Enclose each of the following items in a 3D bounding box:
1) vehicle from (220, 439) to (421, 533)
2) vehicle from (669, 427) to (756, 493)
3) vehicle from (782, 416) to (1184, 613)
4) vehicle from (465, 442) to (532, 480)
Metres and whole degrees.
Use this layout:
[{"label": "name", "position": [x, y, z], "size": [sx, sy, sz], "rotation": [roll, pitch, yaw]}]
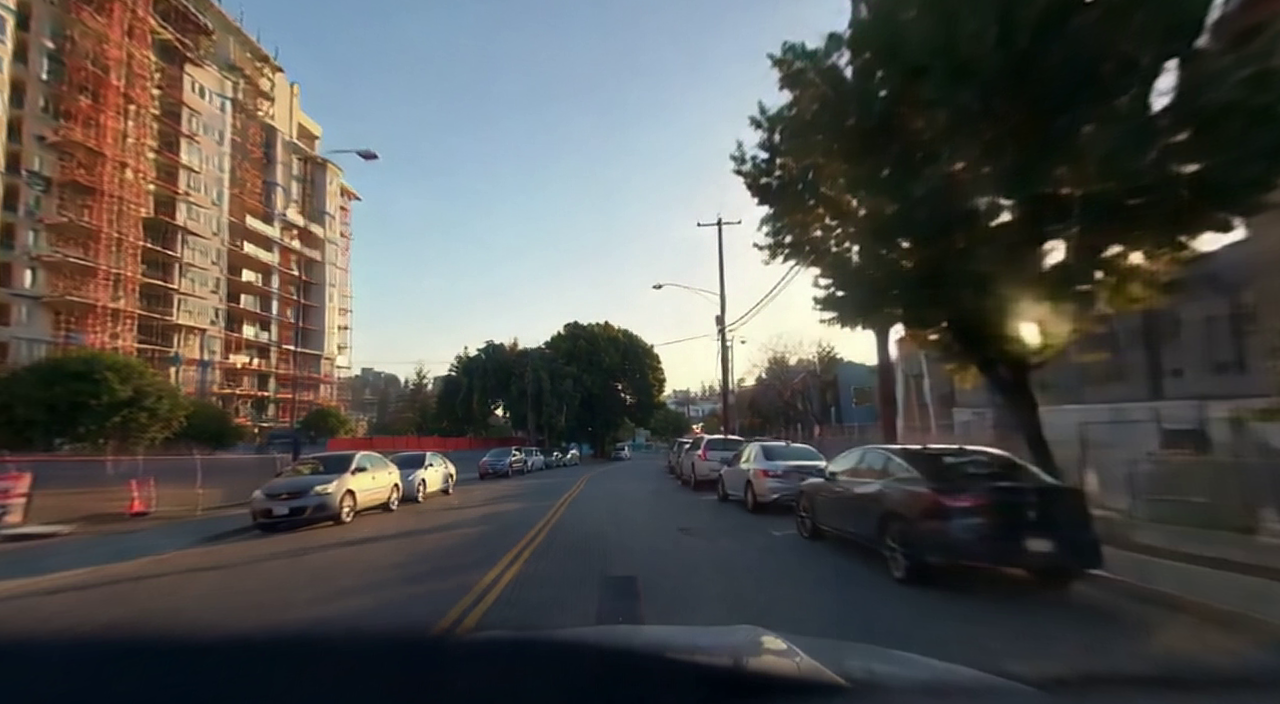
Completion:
[{"label": "vehicle", "position": [-6.737, 2.925, 14.050], "size": [1.996, 1.578, 4.806], "rotation": [-4, -11, 0]}, {"label": "vehicle", "position": [2.228, 3.498, 20.686], "size": [2.000, 1.871, 4.797], "rotation": [0, -9, -4]}, {"label": "vehicle", "position": [3.384, 1.702, 7.698], "size": [1.976, 1.588, 4.968], "rotation": [0, -9, -2]}, {"label": "vehicle", "position": [-7.591, 5.895, 34.430], "size": [2.194, 1.861, 5.725], "rotation": [0, -9, 2]}]
